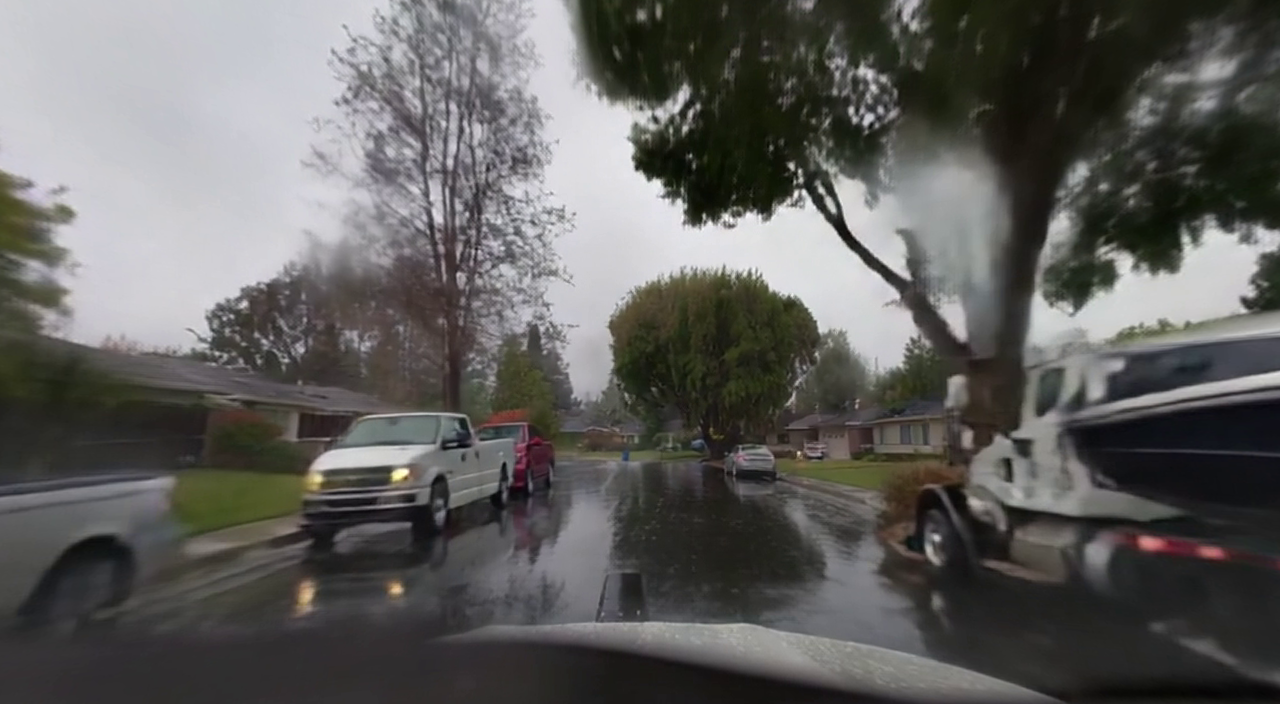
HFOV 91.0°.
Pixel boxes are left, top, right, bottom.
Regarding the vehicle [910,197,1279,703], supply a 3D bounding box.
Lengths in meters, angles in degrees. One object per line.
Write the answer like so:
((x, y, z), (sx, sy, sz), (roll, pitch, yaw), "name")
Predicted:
((4.305, 0.758, 4.038), (2.697, 2.558, 5.635), (0, -9, 1), "vehicle")

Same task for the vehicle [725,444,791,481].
((5.087, 4.818, 27.776), (1.998, 1.489, 4.722), (0, -9, 0), "vehicle")

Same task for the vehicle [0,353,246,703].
((-4.103, 0.803, 2.456), (2.052, 1.745, 4.737), (0, -9, 0), "vehicle")

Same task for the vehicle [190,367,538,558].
((-3.824, 1.765, 10.663), (2.632, 2.249, 6.179), (-1, -9, 5), "vehicle")

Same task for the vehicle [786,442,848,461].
((13.880, 7.784, 49.389), (4.252, 1.429, 1.907), (2, -9, -18), "vehicle")
